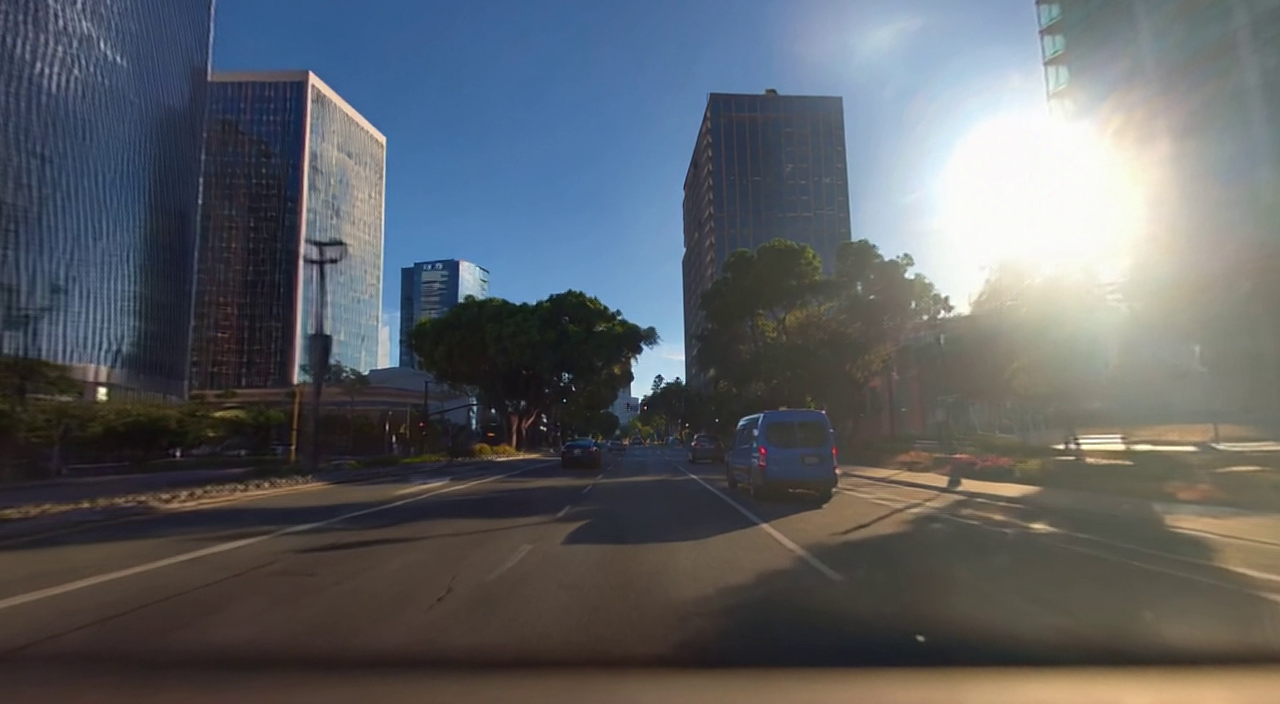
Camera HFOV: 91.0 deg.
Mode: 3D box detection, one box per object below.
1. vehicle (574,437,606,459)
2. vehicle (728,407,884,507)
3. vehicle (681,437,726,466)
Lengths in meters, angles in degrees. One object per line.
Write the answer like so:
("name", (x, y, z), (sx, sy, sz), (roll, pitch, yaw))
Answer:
("vehicle", (-3.454, 6.790, 44.425), (1.864, 1.464, 4.195), (0, -8, 1))
("vehicle", (3.563, 2.405, 14.767), (2.200, 1.914, 5.145), (0, -8, -1))
("vehicle", (3.378, 5.383, 34.219), (1.867, 1.493, 4.190), (0, -8, -1))
